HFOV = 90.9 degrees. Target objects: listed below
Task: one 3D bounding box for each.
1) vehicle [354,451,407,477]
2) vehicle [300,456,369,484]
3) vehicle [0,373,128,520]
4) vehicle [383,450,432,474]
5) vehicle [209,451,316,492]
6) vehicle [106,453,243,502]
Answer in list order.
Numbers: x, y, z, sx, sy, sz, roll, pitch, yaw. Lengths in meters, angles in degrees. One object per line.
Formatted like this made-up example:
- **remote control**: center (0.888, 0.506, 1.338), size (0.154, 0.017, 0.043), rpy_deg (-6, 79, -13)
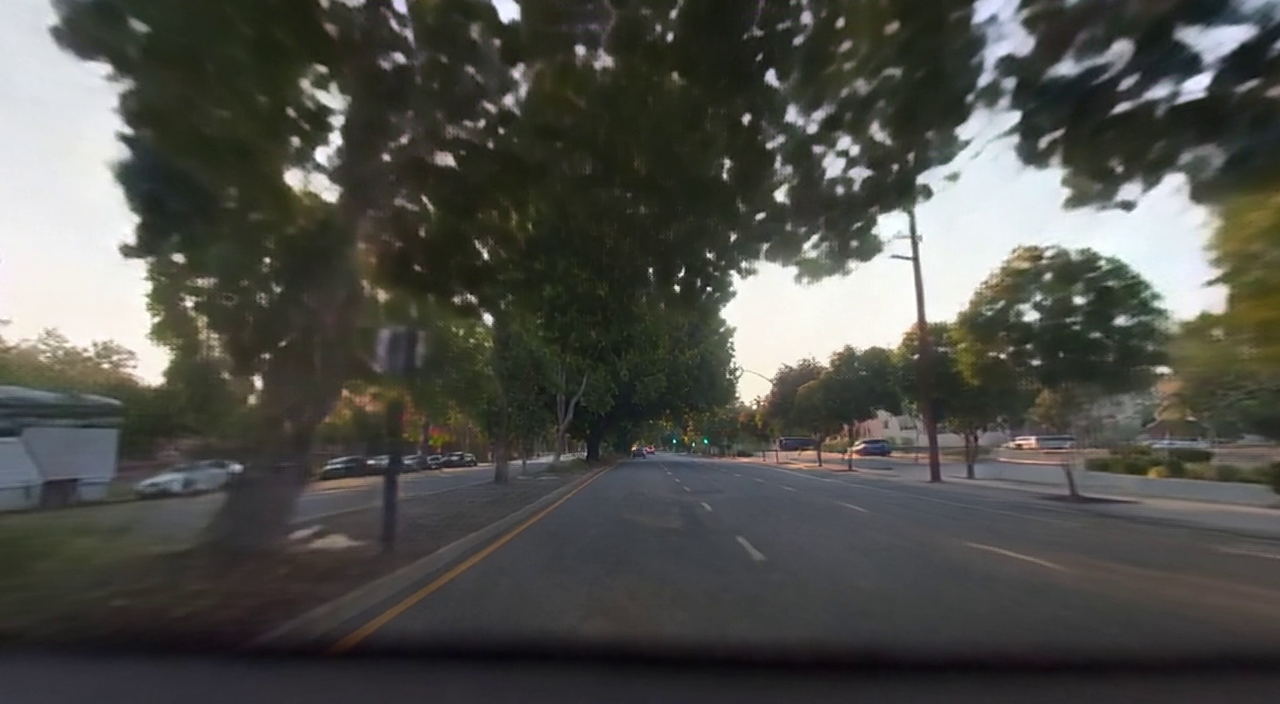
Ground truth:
- **vehicle**: center (-17.842, 7.703, 43.519), size (1.952, 1.649, 4.414), rpy_deg (0, -9, -3)
- **vehicle**: center (-17.886, 6.904, 37.148), size (1.839, 1.456, 4.507), rpy_deg (-1, -9, 0)
- **vehicle**: center (-17.878, 2.488, 15.737), size (3.028, 3.724, 9.001), rpy_deg (-5, -8, -2)
- **vehicle**: center (-18.023, 8.513, 49.128), size (2.115, 1.716, 4.900), rpy_deg (-1, -9, -2)
- **vehicle**: center (-17.931, 5.660, 30.295), size (2.200, 1.730, 4.886), rpy_deg (-1, -9, -1)
- **vehicle**: center (-18.093, 4.857, 24.846), size (1.892, 1.681, 4.596), rpy_deg (-1, -9, 0)
